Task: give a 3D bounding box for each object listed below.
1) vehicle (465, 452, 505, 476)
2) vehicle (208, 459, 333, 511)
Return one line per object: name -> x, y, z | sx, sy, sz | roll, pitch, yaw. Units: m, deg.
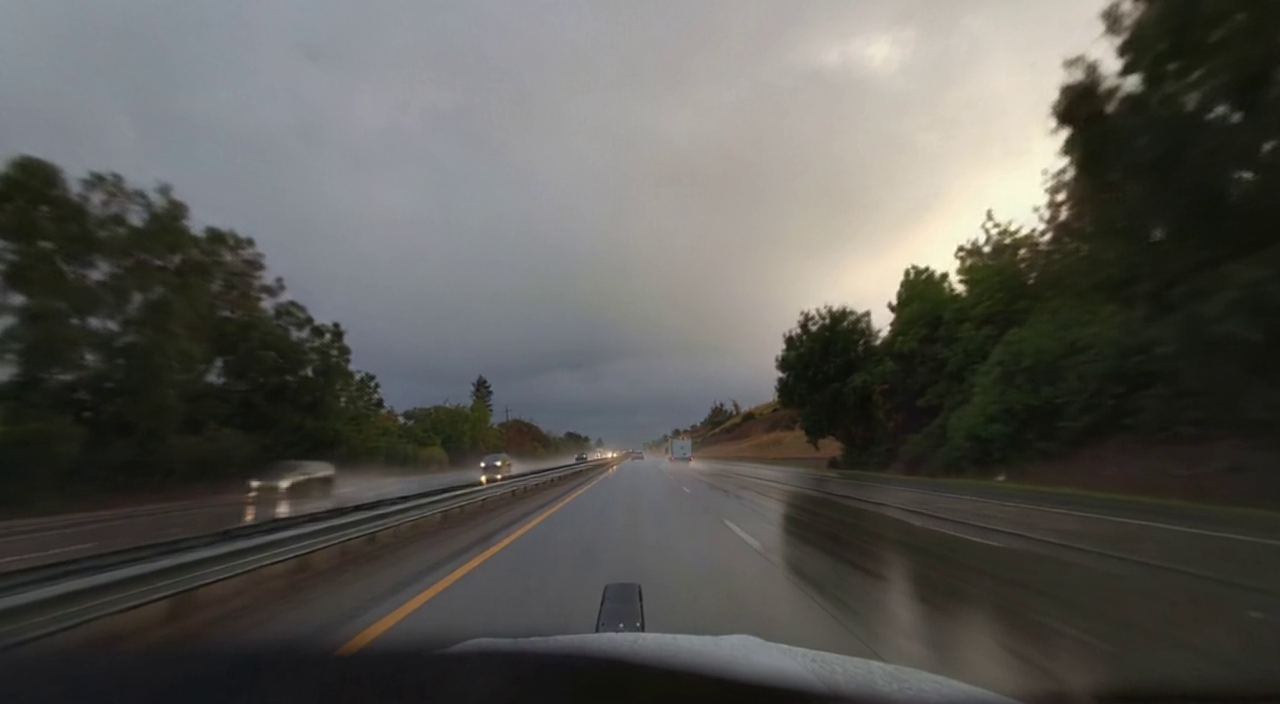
vehicle -> -11.660, 8.451, 47.799 | 1.958, 1.633, 4.349 | 0, -9, 0
vehicle -> -12.279, 4.401, 21.319 | 1.813, 1.502, 3.976 | 0, -9, 0
